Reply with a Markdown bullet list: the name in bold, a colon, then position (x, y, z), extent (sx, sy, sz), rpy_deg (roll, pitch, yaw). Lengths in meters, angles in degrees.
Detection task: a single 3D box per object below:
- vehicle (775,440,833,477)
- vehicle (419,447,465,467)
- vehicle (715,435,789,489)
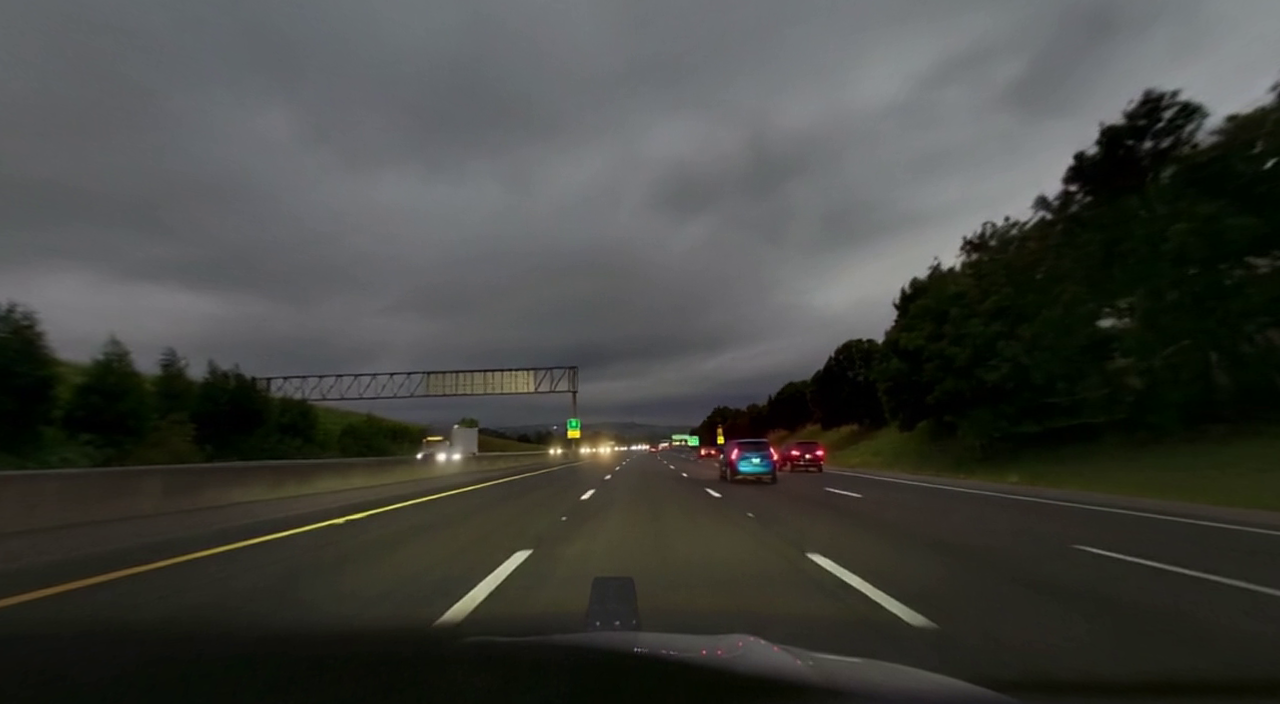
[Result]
- **vehicle**: position (8.460, 5.514, 32.650), extent (1.898, 1.798, 3.805), rpy_deg (0, -9, -1)
- **vehicle**: position (-14.365, 7.661, 45.728), extent (1.837, 1.381, 4.562), rpy_deg (0, -9, 0)
- **vehicle**: position (3.906, 3.938, 22.623), extent (1.784, 1.733, 4.141), rpy_deg (0, -9, -1)
